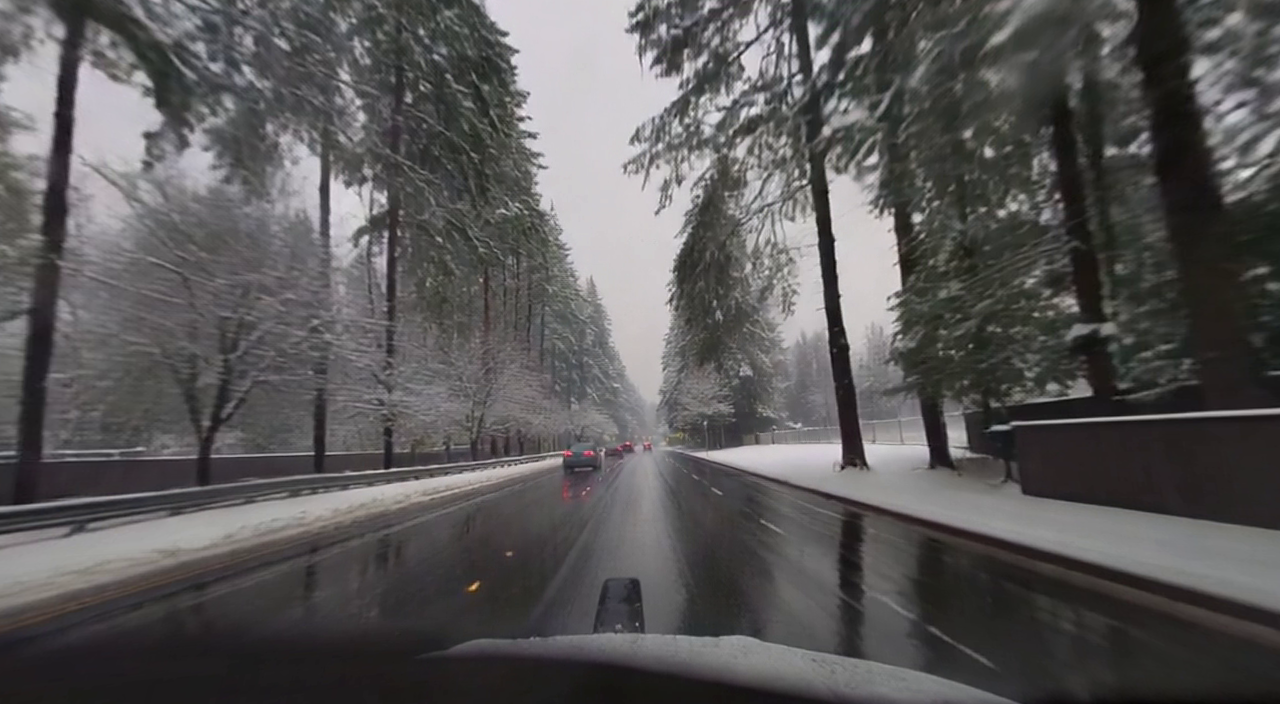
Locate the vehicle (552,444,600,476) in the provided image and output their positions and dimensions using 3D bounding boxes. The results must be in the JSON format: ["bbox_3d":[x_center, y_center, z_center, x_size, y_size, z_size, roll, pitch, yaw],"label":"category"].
[{"bbox_3d":[-3.075,5.298,31.295,1.870,1.431,4.317,-1,-8,1],"label":"vehicle"}]
